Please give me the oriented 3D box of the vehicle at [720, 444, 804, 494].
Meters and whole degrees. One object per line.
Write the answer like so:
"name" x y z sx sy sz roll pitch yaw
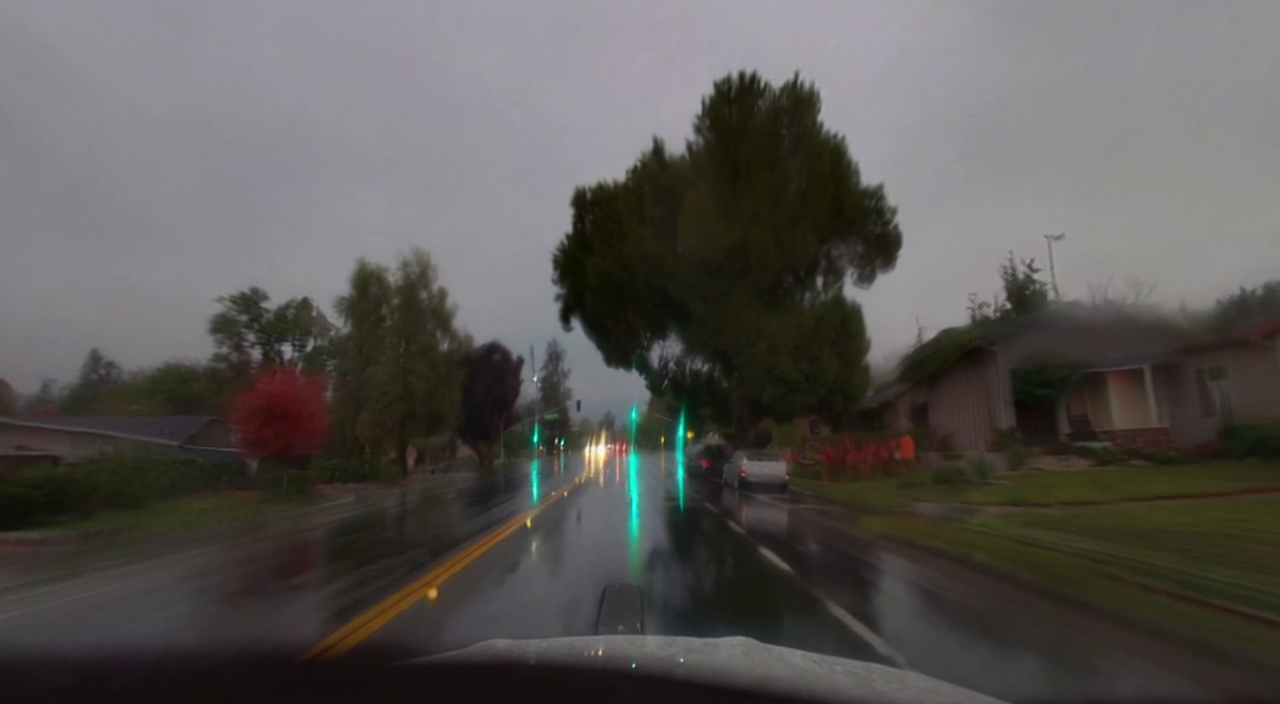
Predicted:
"vehicle" 3.807 3.714 20.509 1.870 1.441 4.539 0 -8 1

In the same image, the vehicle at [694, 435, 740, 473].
"vehicle" 4.095 5.480 34.168 2.241 1.935 3.270 -1 -8 4
